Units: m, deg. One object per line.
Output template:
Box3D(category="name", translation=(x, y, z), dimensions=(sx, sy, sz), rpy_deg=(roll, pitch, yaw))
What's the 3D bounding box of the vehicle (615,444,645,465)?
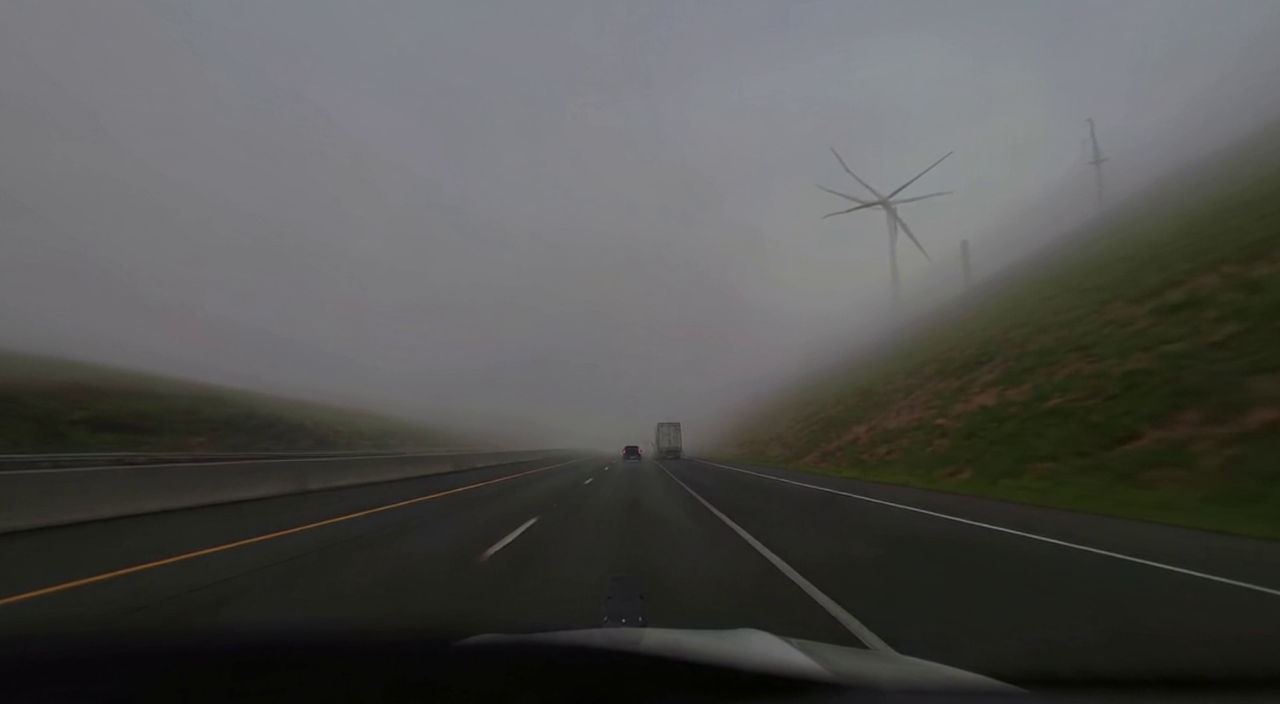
Box3D(category="vehicle", translation=(-0.767, 7.702, 47.506), dimensions=(2.209, 1.453, 3.695), rpy_deg=(0, -9, -1))
